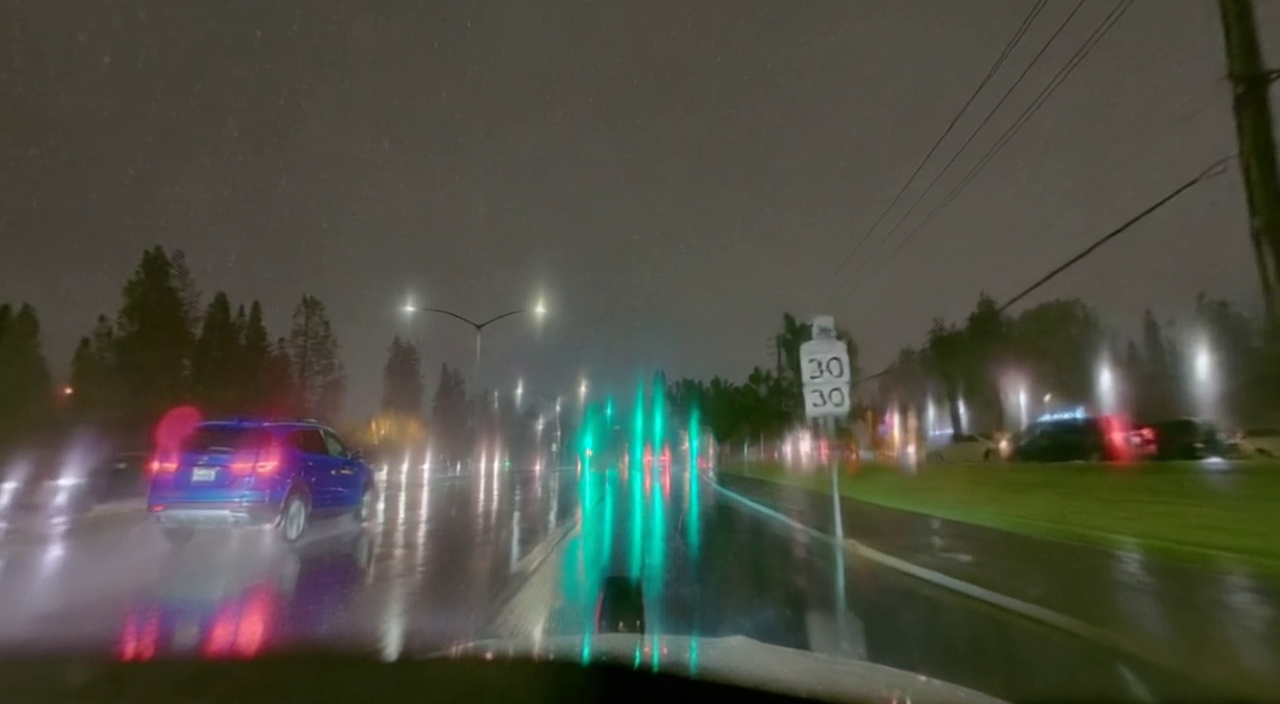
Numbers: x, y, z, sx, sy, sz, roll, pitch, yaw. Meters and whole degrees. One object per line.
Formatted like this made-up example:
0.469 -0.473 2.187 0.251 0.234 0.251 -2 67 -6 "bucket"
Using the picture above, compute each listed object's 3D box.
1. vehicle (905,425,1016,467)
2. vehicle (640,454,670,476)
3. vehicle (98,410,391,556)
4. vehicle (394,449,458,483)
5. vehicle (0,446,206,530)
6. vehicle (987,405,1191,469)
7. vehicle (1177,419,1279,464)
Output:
12.857 3.833 25.657 1.884 1.522 4.642 0 -8 -3 "vehicle"
1.070 8.237 46.147 2.091 1.494 3.962 0 -8 1 "vehicle"
-6.092 2.042 10.517 2.027 1.908 4.273 0 -8 1 "vehicle"
-11.850 6.316 35.242 1.953 1.697 4.725 0 -8 -1 "vehicle"
-11.937 2.865 13.887 1.871 1.539 3.929 0 -8 0 "vehicle"
13.513 2.654 19.445 1.950 1.697 4.906 2 -9 -15 "vehicle"
21.936 3.074 21.625 1.933 1.487 5.136 1 -9 -10 "vehicle"
